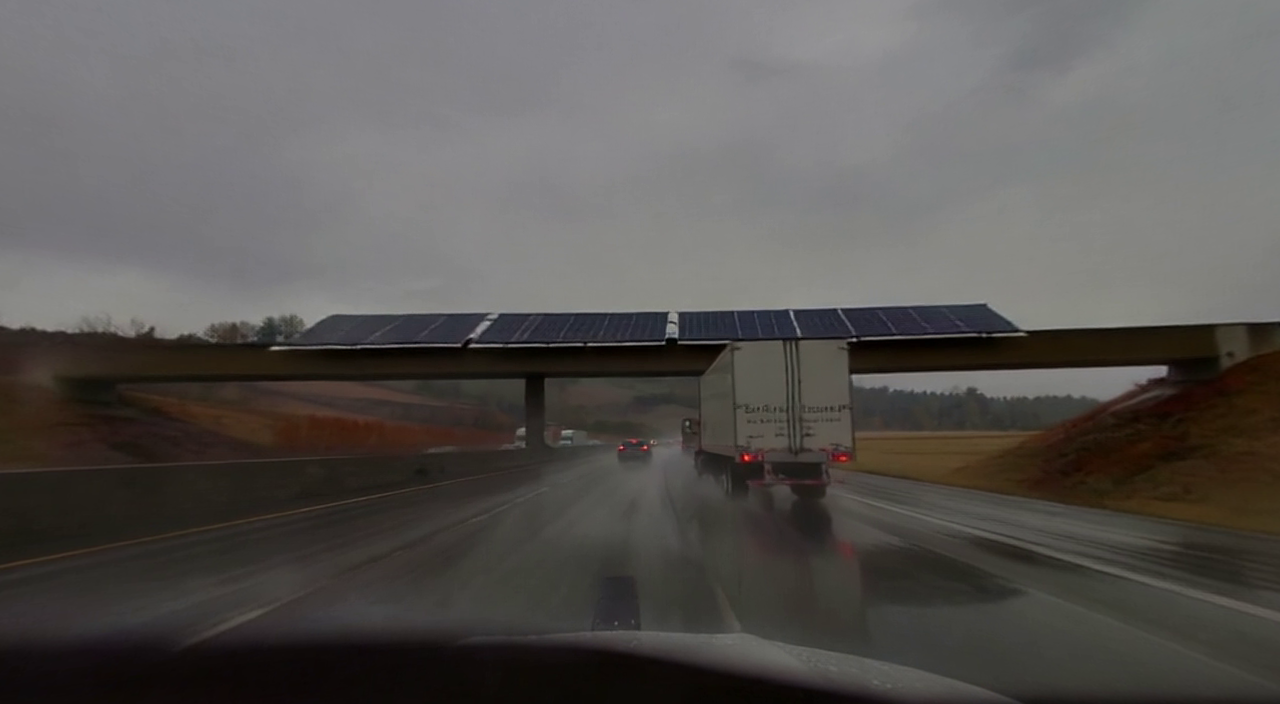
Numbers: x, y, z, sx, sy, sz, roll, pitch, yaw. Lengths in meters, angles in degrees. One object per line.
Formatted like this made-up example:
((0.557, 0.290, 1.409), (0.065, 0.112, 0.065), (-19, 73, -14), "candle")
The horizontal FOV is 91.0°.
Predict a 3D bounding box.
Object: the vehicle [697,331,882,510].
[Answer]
((3.471, 2.082, 17.820), (2.967, 3.633, 10.015), (-1, -8, 1), "vehicle")

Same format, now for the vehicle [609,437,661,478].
((-0.141, 4.436, 26.854), (2.066, 1.581, 4.268), (-1, -8, 2), "vehicle")

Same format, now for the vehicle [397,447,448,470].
((-15.504, 7.621, 45.203), (1.827, 1.455, 4.567), (-1, -8, 3), "vehicle")
